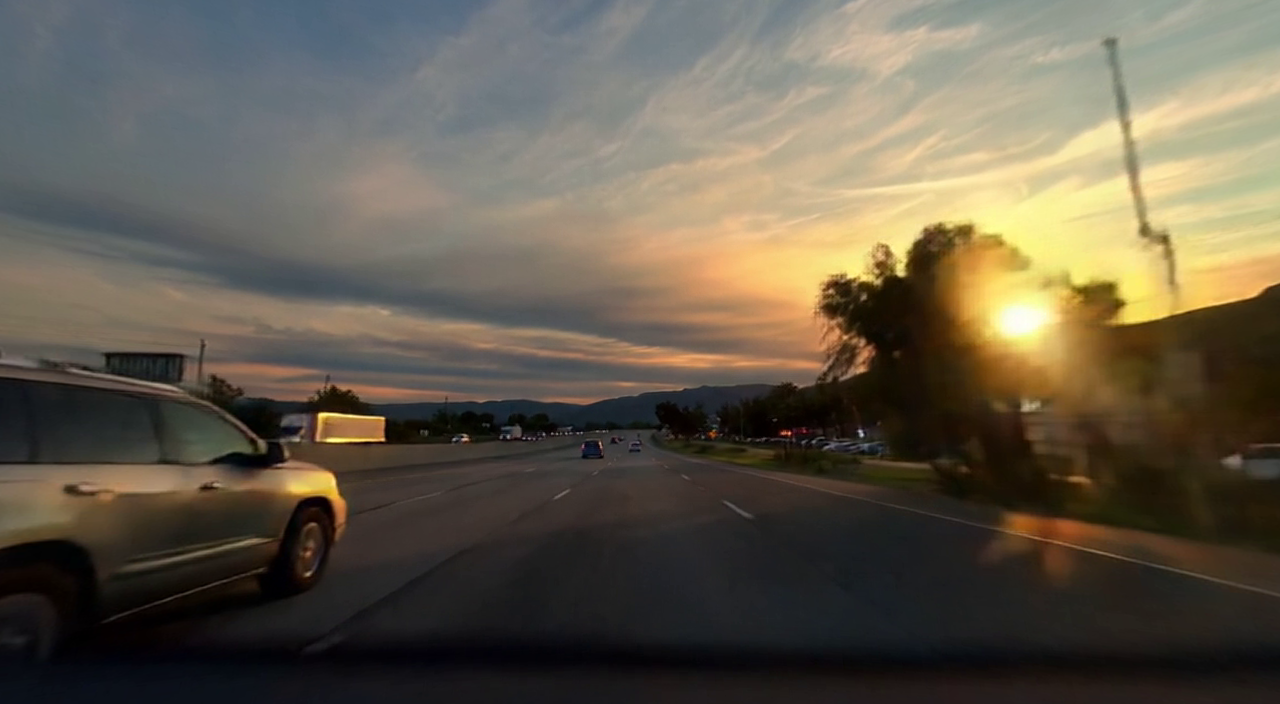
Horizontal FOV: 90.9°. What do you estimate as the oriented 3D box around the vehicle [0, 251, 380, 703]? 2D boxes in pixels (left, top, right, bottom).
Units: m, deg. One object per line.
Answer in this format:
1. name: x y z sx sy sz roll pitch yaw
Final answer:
1. vehicle: -3.977 0.800 3.652 2.352 2.209 5.802 0 -8 1
